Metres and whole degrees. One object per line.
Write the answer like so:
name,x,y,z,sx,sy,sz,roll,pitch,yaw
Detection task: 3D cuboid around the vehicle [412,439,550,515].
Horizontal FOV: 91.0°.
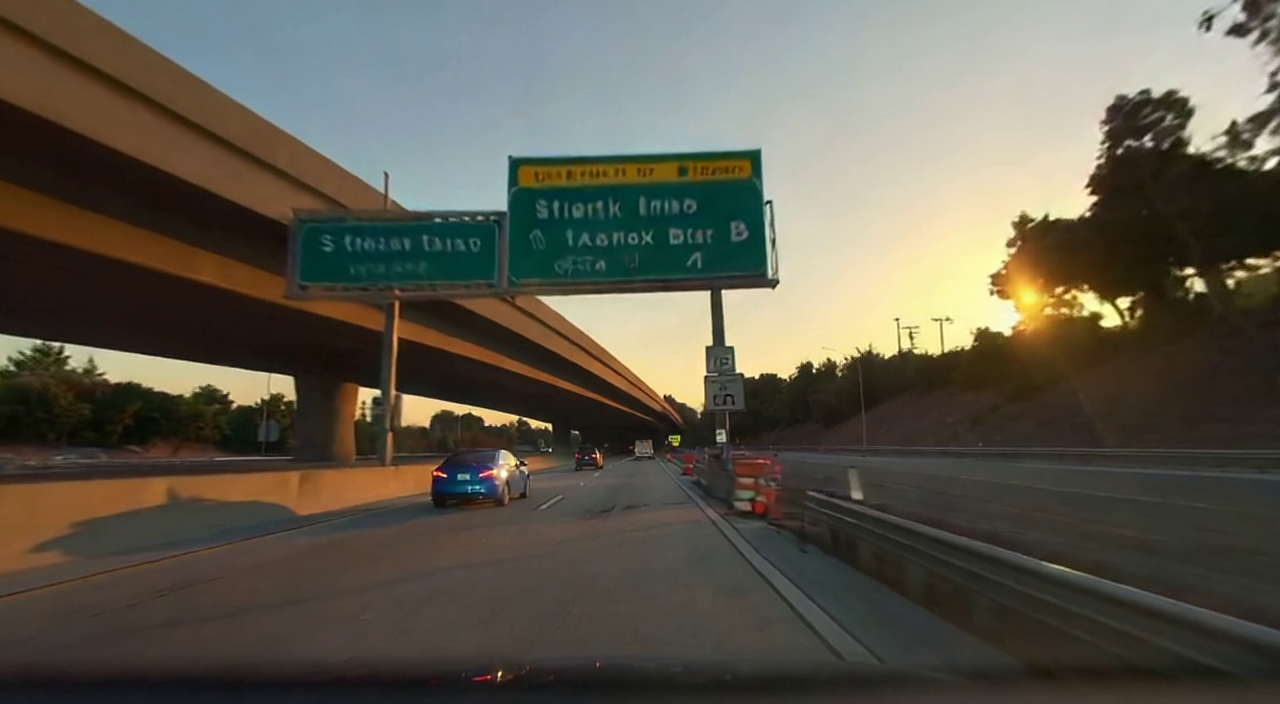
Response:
vehicle,-3.556,2.888,15.118,2.012,1.510,4.672,0,-9,1

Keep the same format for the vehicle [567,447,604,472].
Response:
vehicle,-3.366,6.749,39.726,1.965,1.459,4.145,0,-9,0
